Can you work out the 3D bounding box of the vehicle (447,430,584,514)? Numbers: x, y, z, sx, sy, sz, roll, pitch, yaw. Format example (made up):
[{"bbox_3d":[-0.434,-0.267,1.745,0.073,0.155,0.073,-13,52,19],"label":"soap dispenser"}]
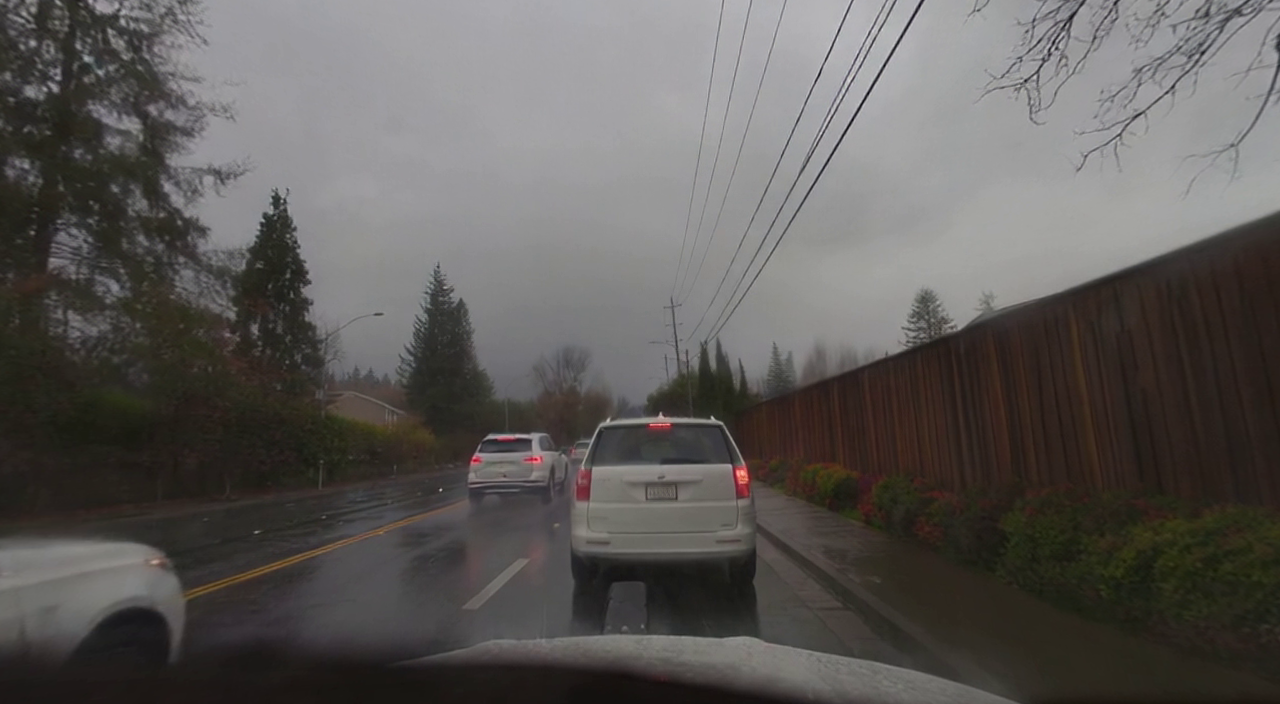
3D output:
[{"bbox_3d":[-2.693,2.744,14.952,2.176,1.653,4.666,0,-9,2],"label":"vehicle"}]

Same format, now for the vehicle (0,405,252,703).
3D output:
[{"bbox_3d":[-3.195,0.828,1.439,1.979,1.489,4.006,0,-9,1],"label":"vehicle"}]

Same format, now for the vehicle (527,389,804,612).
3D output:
[{"bbox_3d":[0.199,1.482,7.115,2.174,1.749,4.113,0,-9,0],"label":"vehicle"}]
